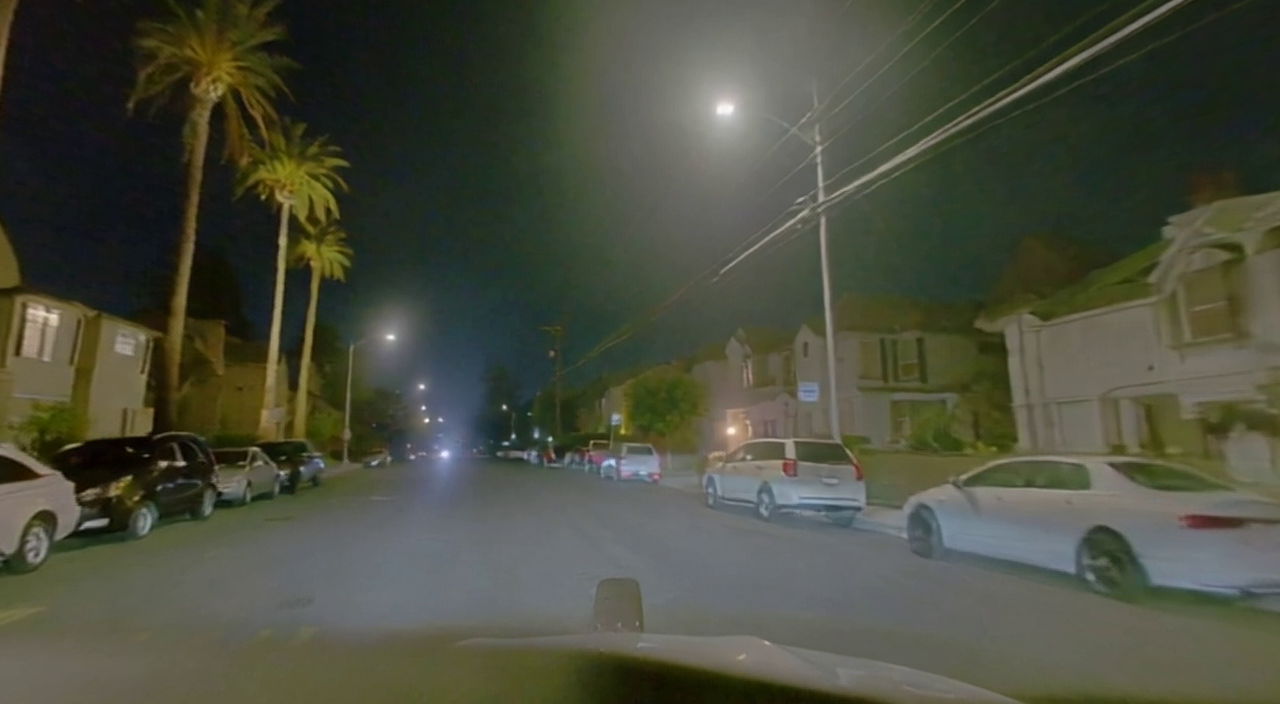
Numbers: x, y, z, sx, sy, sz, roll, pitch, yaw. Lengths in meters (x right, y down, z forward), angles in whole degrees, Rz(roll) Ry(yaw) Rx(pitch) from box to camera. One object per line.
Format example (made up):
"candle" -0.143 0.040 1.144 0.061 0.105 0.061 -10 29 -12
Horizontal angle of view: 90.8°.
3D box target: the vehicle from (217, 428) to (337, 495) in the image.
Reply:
"vehicle" -12.220 3.698 21.772 2.300 1.943 5.744 2 -9 -17

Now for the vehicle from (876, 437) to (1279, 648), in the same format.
"vehicle" 4.688 1.651 6.689 1.786 1.437 4.448 2 -9 -15

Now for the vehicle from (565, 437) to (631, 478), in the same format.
"vehicle" -2.067 4.949 30.041 1.922 1.761 4.633 3 -9 -19

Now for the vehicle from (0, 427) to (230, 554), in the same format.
"vehicle" -9.019 2.233 11.092 1.919 1.678 4.385 -1 -7 -17

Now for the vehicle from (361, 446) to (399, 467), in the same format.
"vehicle" -19.633 7.844 47.855 2.013 1.483 4.645 2 -9 -15

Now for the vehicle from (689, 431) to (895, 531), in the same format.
"vehicle" 2.777 2.475 12.821 1.943 1.623 4.471 3 -9 -18

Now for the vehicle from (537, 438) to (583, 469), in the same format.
"vehicle" -5.262 6.539 40.852 2.115 1.826 4.871 3 -9 -17

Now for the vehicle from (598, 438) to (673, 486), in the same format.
"vehicle" -0.278 4.206 24.512 1.894 1.675 4.294 2 -9 -14
